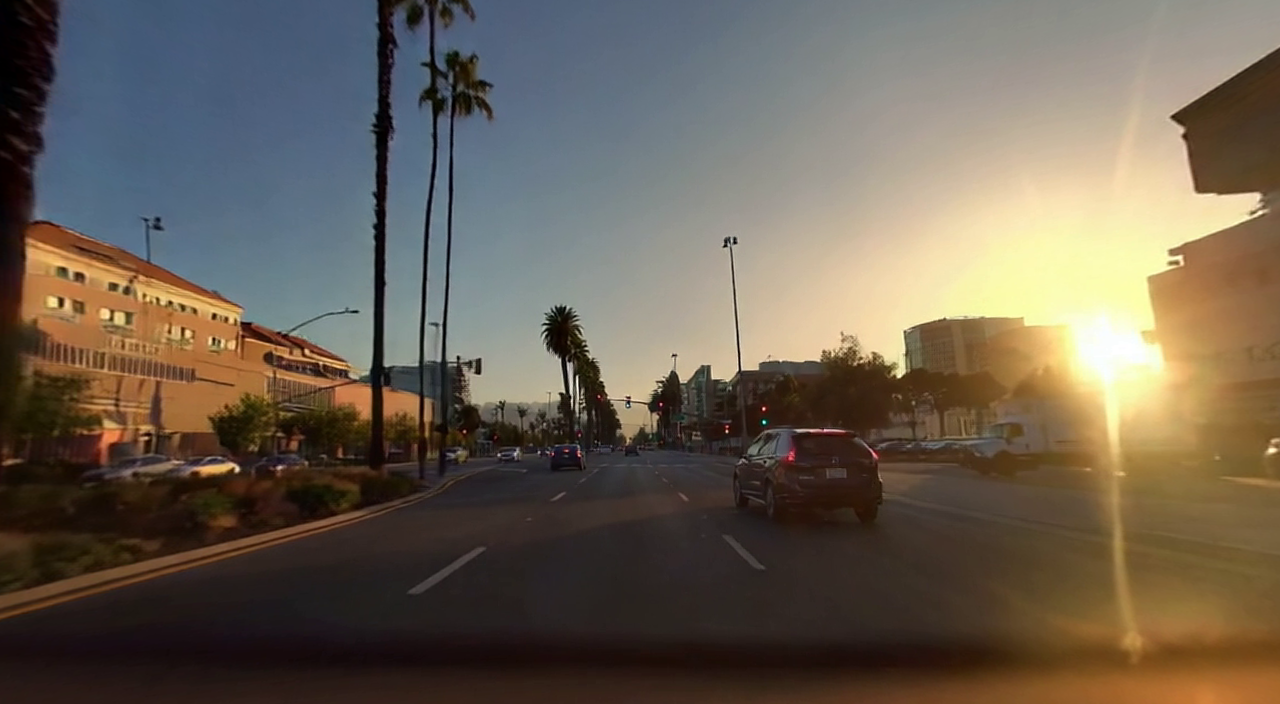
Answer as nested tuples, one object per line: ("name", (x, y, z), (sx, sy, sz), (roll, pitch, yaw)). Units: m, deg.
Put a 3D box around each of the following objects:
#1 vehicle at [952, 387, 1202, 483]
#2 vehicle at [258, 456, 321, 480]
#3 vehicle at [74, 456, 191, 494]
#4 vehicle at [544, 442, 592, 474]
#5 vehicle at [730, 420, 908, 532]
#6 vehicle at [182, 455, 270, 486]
("vehicle", (15.370, 3.009, 22.729), (6.704, 3.194, 2.704), (-1, -9, 4))
("vehicle", (-23.240, 7.654, 42.021), (1.752, 1.430, 4.078), (-1, -9, 2))
("vehicle", (-22.929, 5.559, 28.780), (2.045, 1.536, 3.911), (0, -9, 0))
("vehicle", (-3.597, 5.383, 32.142), (2.034, 1.498, 3.995), (0, -9, -1))
("vehicle", (3.071, 2.234, 11.922), (1.982, 1.711, 4.276), (0, -9, -2))
("vehicle", (-23.184, 6.642, 35.651), (1.997, 1.434, 4.569), (-4, -9, -1))
